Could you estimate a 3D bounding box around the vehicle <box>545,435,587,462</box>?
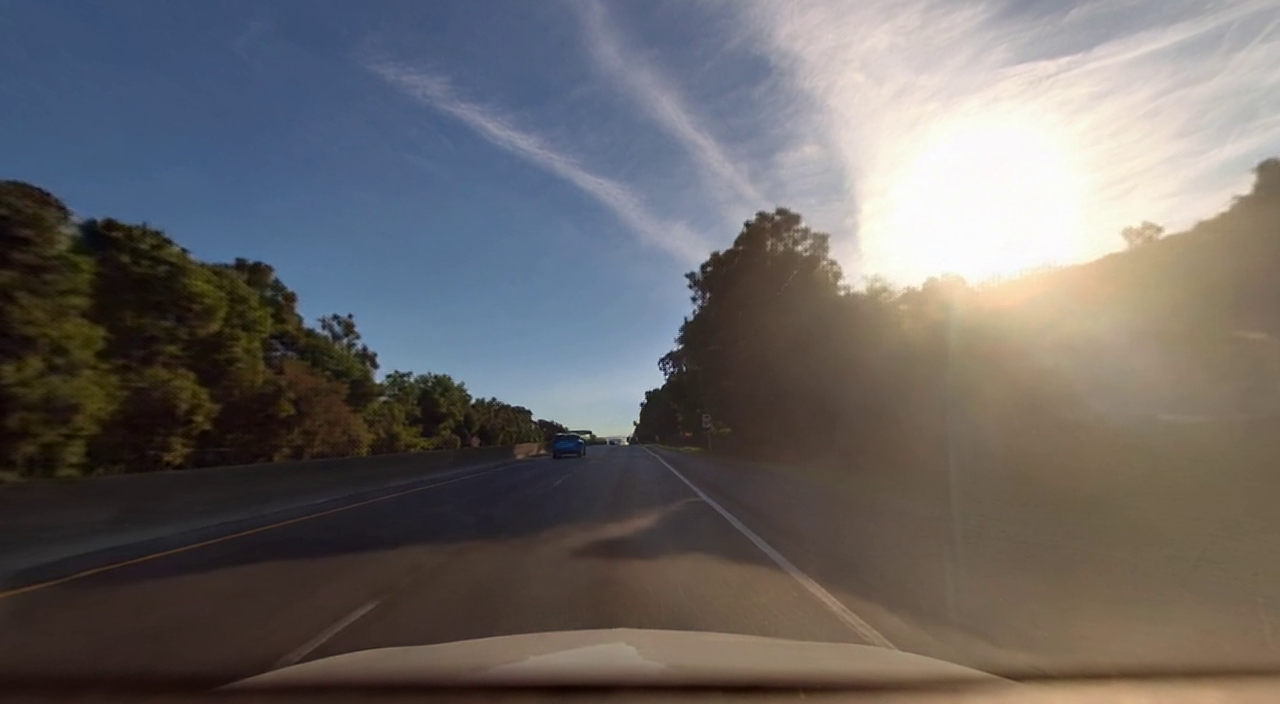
[{"bbox_3d":[-4.410,5.779,37.991,2.063,1.496,4.225,0,-8,-1],"label":"vehicle"}]
